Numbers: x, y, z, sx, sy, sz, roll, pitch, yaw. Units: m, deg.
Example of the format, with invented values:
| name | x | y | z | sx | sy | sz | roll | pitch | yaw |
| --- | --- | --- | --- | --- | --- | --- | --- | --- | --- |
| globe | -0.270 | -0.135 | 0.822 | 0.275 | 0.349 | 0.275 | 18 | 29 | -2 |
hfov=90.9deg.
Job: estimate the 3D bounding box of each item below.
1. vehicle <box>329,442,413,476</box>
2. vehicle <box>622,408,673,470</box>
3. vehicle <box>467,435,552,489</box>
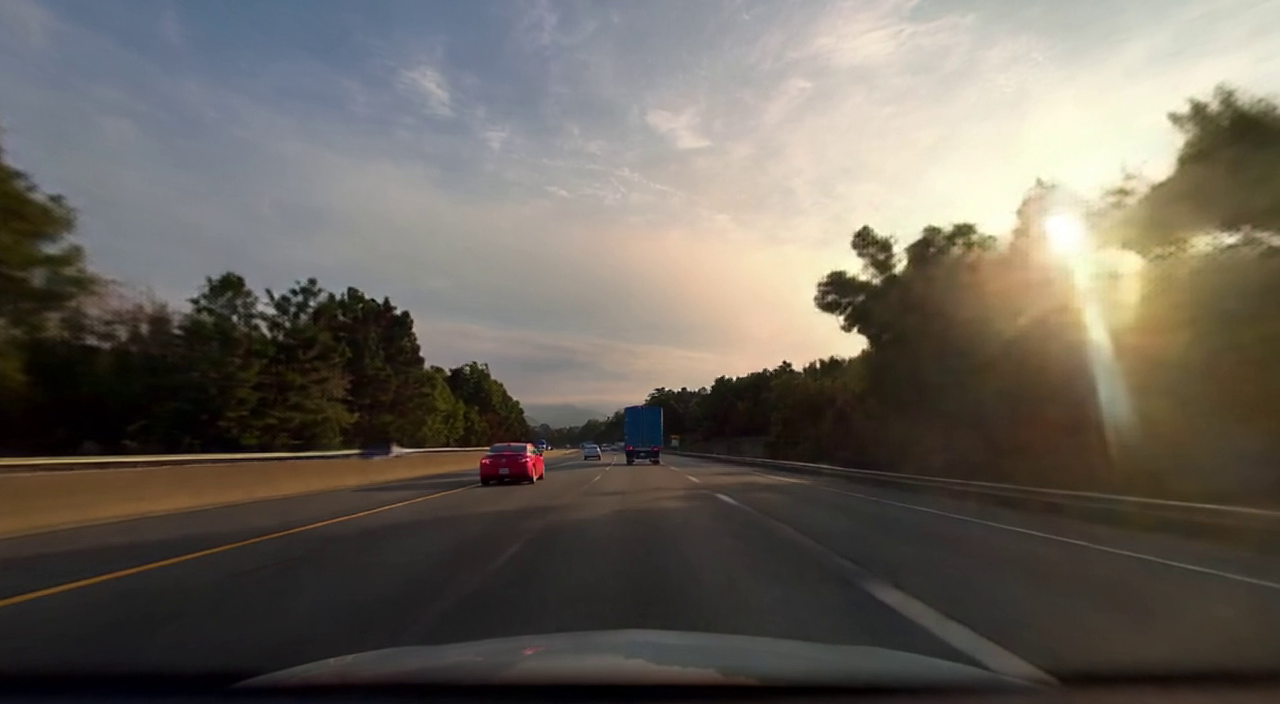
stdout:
| name | x | y | z | sx | sy | sz | roll | pitch | yaw |
| --- | --- | --- | --- | --- | --- | --- | --- | --- | --- |
| vehicle | -12.796 | 5.119 | 30.322 | 1.933 | 1.495 | 4.717 | 0 | -9 | 0 |
| vehicle | 0.319 | 5.872 | 42.040 | 2.893 | 3.628 | 9.081 | 0 | -9 | -3 |
| vehicle | -4.187 | 3.622 | 20.919 | 1.977 | 1.602 | 3.944 | 0 | -9 | 0 |
